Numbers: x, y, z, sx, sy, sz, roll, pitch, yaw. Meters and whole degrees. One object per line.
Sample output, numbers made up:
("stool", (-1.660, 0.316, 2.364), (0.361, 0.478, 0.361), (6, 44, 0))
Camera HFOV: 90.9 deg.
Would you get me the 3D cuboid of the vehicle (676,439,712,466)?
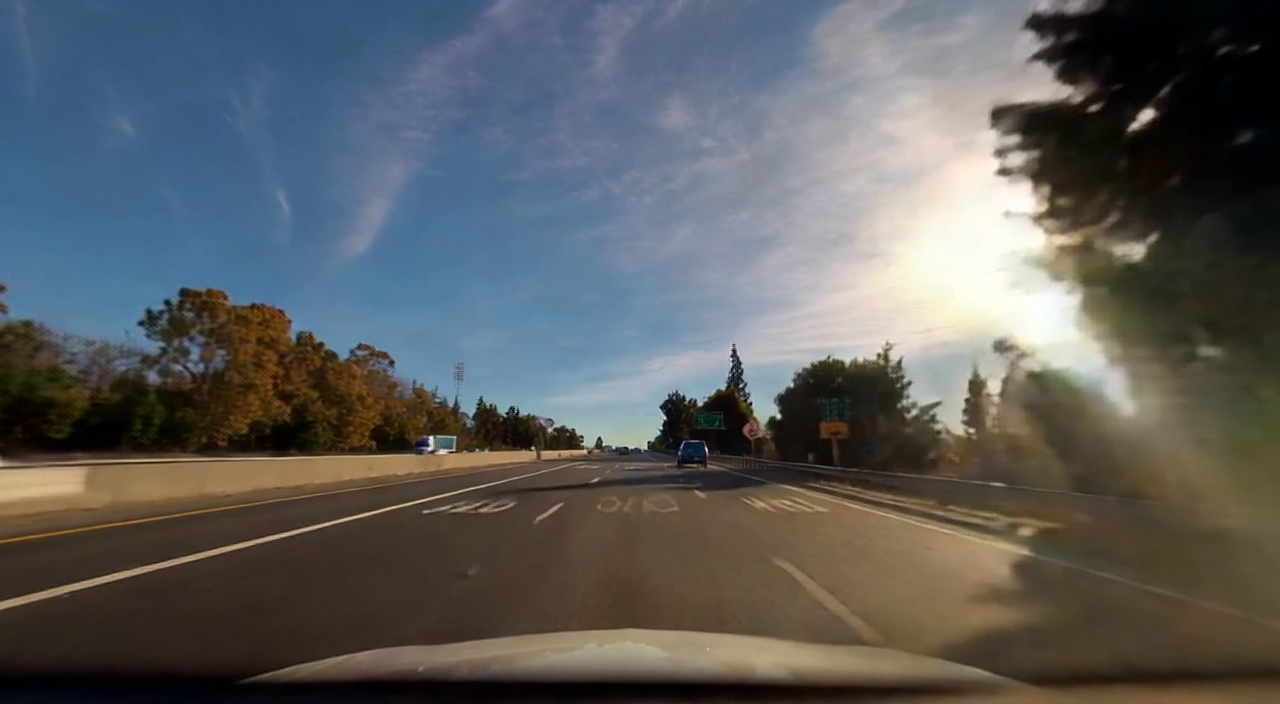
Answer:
("vehicle", (4.000, 7.542, 47.601), (2.172, 1.930, 4.879), (0, -9, -2))
